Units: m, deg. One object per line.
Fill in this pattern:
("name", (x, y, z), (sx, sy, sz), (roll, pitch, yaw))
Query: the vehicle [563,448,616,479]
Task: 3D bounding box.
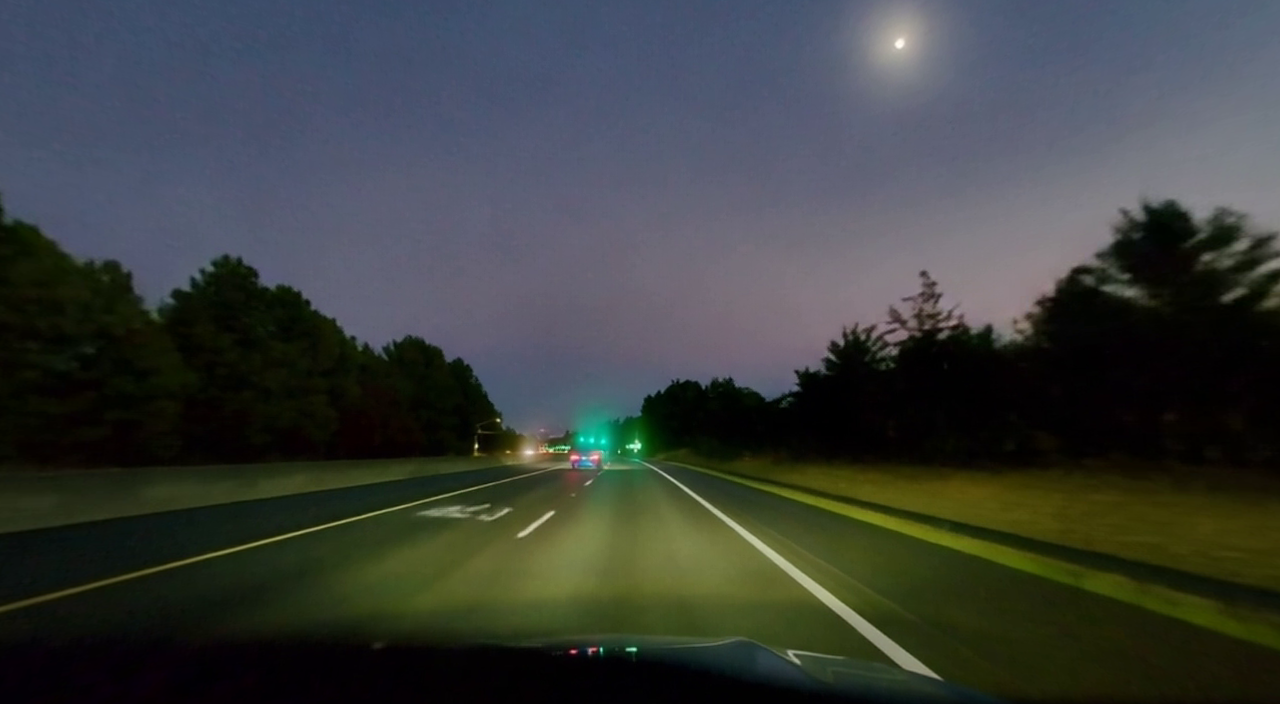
("vehicle", (-2.453, 5.569, 31.701), (2.126, 1.411, 4.433), (0, -9, 2))
